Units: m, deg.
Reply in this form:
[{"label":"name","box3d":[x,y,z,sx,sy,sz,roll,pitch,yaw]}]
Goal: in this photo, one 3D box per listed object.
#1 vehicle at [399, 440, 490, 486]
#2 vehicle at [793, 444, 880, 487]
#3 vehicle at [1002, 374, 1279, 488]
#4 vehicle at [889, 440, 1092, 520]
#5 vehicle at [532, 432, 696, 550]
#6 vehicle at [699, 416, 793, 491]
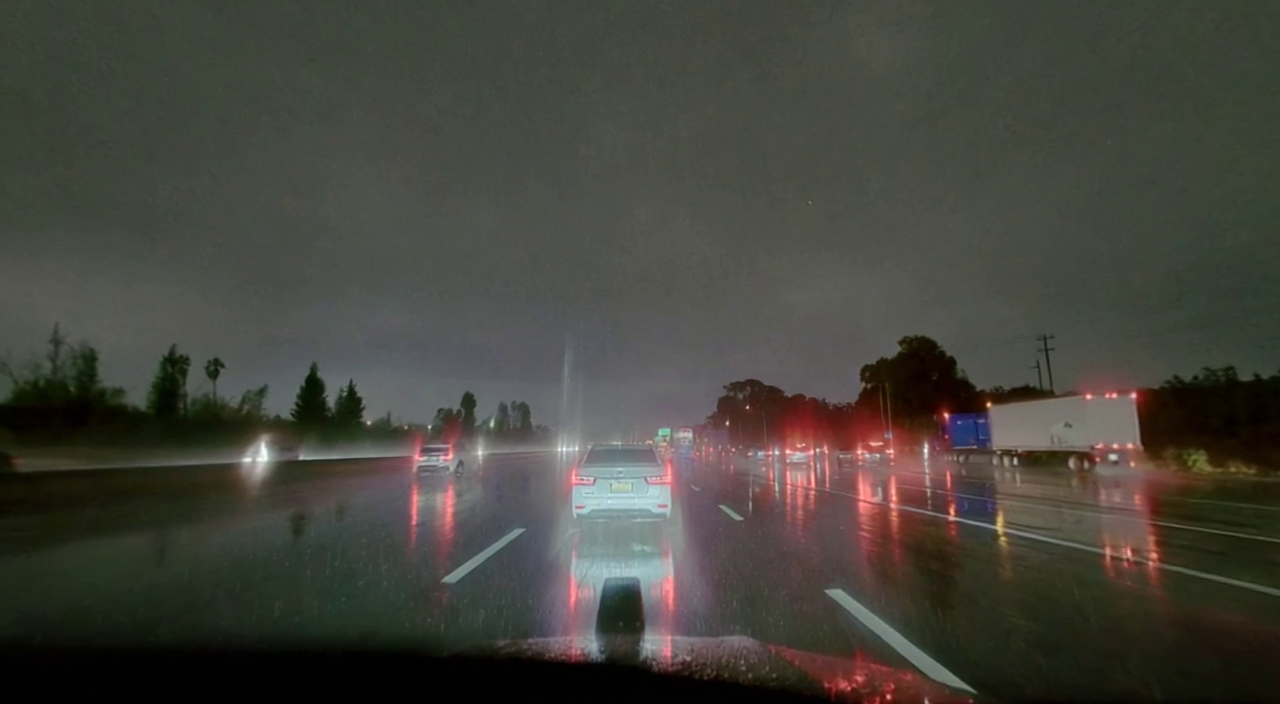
[{"label":"vehicle","box3d":[-7.325,4.213,24.145,2.010,1.557,4.449,0,-9,1]},{"label":"vehicle","box3d":[7.446,4.315,24.311,1.942,1.482,4.250,0,-9,-1]},{"label":"vehicle","box3d":[21.401,3.608,27.831,2.970,4.079,10.086,3,-9,-14]},{"label":"vehicle","box3d":[7.636,2.810,14.391,2.021,1.505,4.480,0,-9,-1]},{"label":"vehicle","box3d":[-0.328,2.128,10.287,2.132,1.499,4.038,0,-9,0]},{"label":"vehicle","box3d":[3.582,3.607,22.551,2.440,2.313,5.266,0,-9,0]}]
